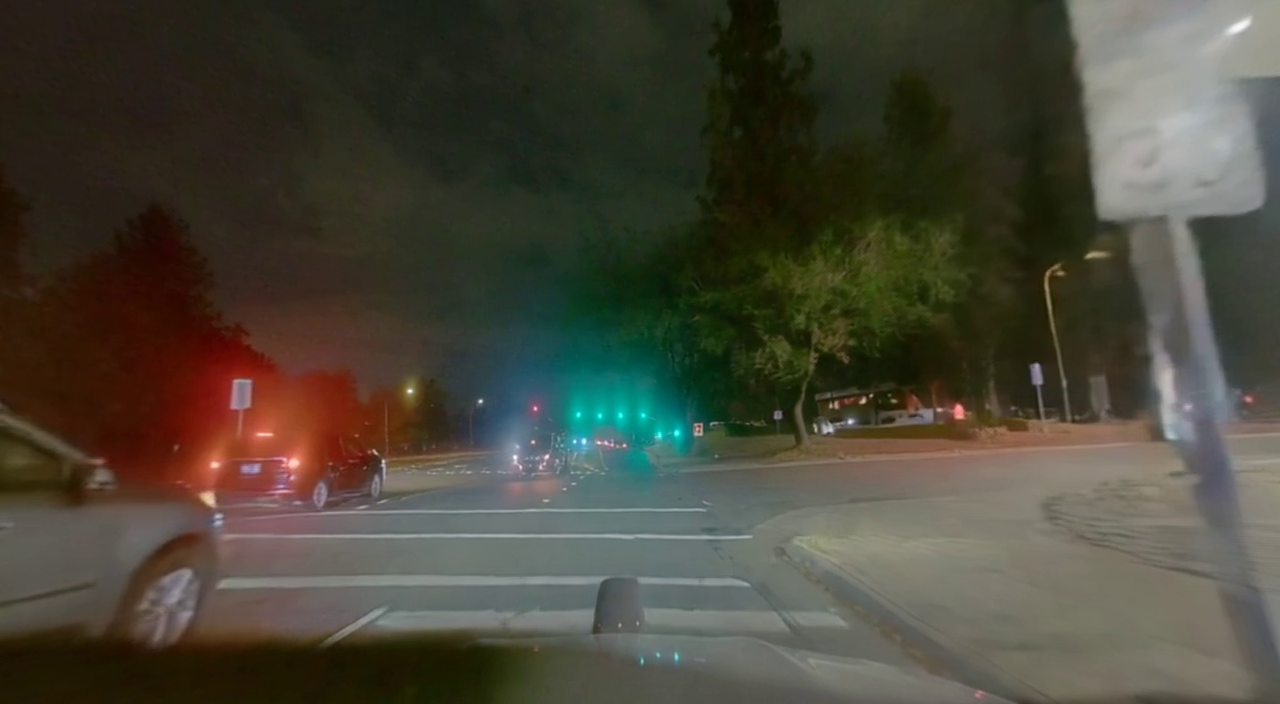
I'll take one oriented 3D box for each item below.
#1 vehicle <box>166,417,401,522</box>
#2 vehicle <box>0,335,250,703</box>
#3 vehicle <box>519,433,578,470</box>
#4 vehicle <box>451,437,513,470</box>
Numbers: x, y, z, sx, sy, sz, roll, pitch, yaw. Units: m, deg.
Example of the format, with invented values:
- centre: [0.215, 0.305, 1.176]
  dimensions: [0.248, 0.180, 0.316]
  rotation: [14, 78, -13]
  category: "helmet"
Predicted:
- centre: [-7.000, 2.348, 13.140]
  dimensions: [2.102, 1.774, 4.662]
  rotation: [0, -8, 1]
  category: "vehicle"
- centre: [-3.893, 0.753, 2.048]
  dimensions: [2.306, 1.815, 4.476]
  rotation: [0, -8, 1]
  category: "vehicle"
- centre: [-4.123, 4.564, 28.984]
  dimensions: [2.060, 1.580, 3.980]
  rotation: [0, -8, 1]
  category: "vehicle"
- centre: [-7.553, 4.908, 30.553]
  dimensions: [1.875, 1.479, 4.558]
  rotation: [0, -8, -1]
  category: "vehicle"
